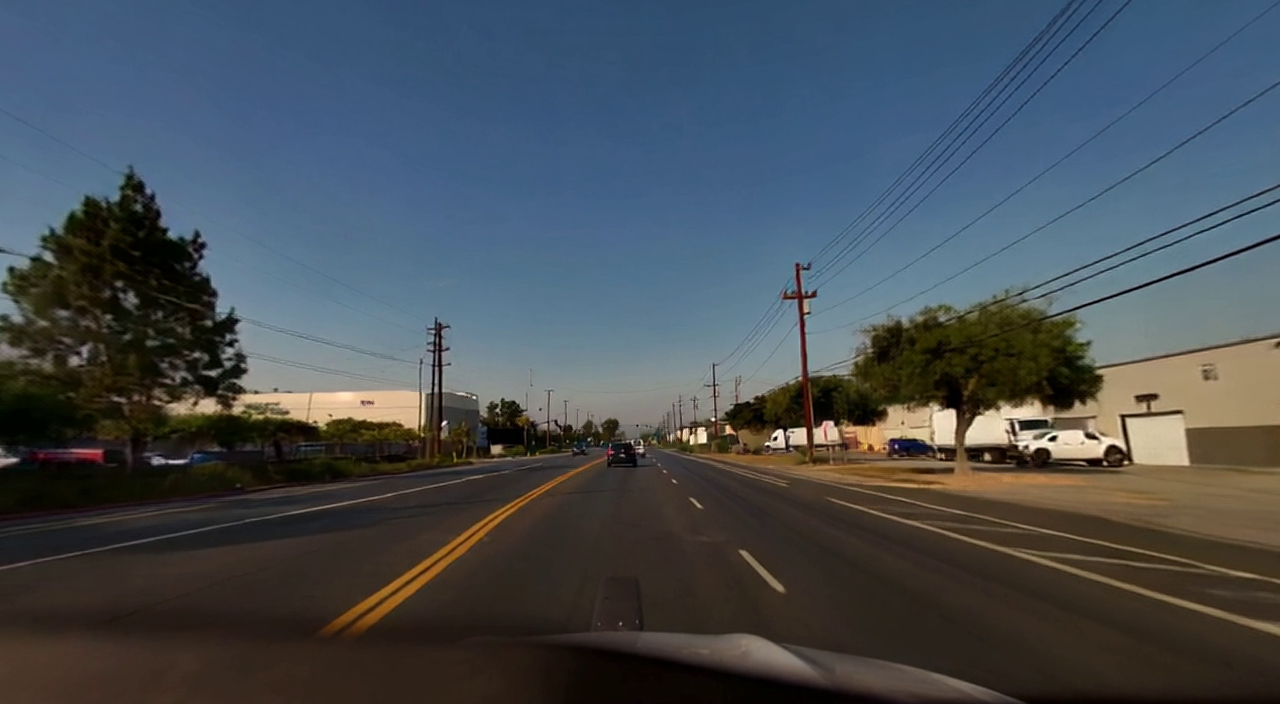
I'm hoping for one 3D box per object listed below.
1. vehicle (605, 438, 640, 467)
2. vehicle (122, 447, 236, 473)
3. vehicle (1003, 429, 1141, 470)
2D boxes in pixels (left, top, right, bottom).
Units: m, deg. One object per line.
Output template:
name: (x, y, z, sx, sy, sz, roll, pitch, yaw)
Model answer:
vehicle: (-0.967, 5.747, 36.227, 1.937, 1.588, 3.746, 0, -8, 0)
vehicle: (-26.475, 6.191, 36.417, 4.728, 1.431, 2.287, 0, -8, -2)
vehicle: (23.281, 5.281, 34.231, 5.669, 2.073, 2.297, -1, -8, 2)
